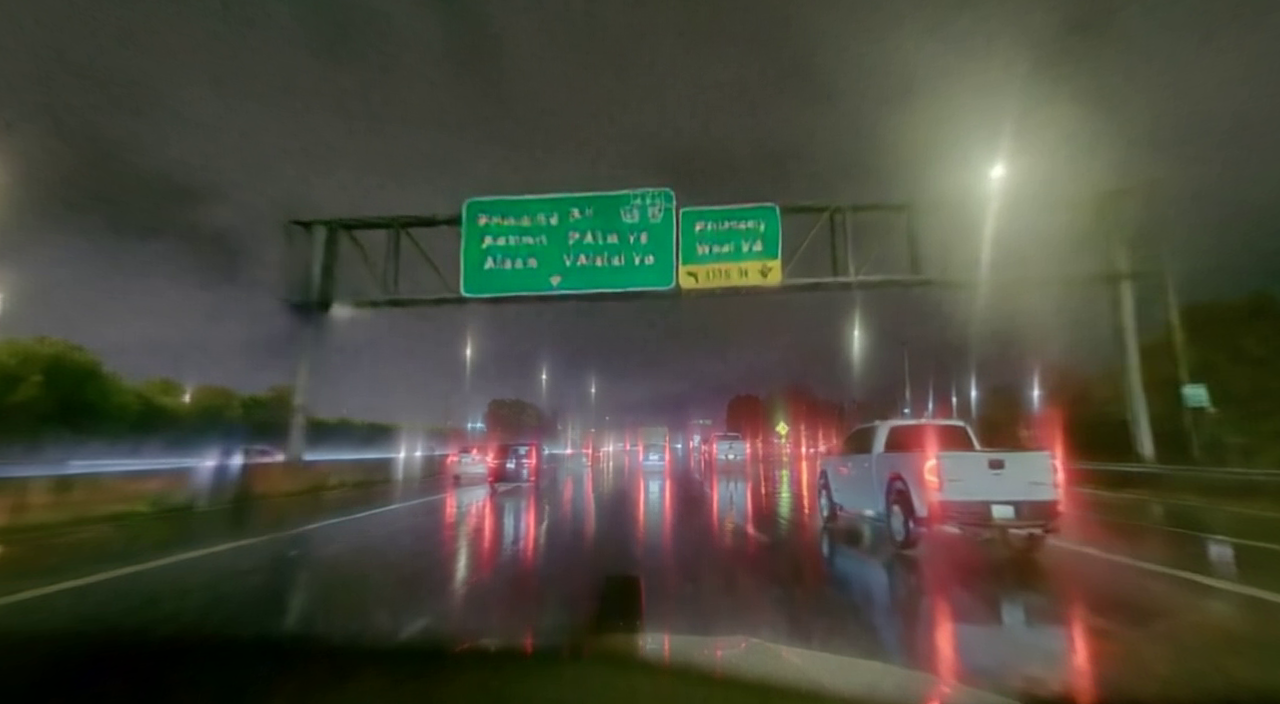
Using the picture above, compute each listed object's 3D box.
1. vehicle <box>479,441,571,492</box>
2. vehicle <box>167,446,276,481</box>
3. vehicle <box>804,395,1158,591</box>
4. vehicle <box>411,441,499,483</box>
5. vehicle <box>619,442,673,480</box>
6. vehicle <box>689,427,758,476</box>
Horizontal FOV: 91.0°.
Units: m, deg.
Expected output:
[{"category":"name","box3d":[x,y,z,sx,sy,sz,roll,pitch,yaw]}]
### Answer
[{"category":"vehicle","box3d":[-3.594,3.671,20.539,1.996,1.488,4.451,0,-9,2]},{"category":"vehicle","box3d":[-19.311,5.142,29.355,1.851,1.502,4.485,0,-9,2]},{"category":"vehicle","box3d":[3.653,1.604,7.901,2.045,1.768,4.249,0,-9,0]},{"category":"vehicle","box3d":[-7.316,4.412,25.438,2.065,1.519,4.491,0,-9,2]},{"category":"vehicle","box3d":[0.256,4.514,26.300,2.071,1.478,4.130,0,-9,1]},{"category":"vehicle","box3d":[3.995,4.978,31.608,2.802,2.151,6.579,0,-9,2]}]
